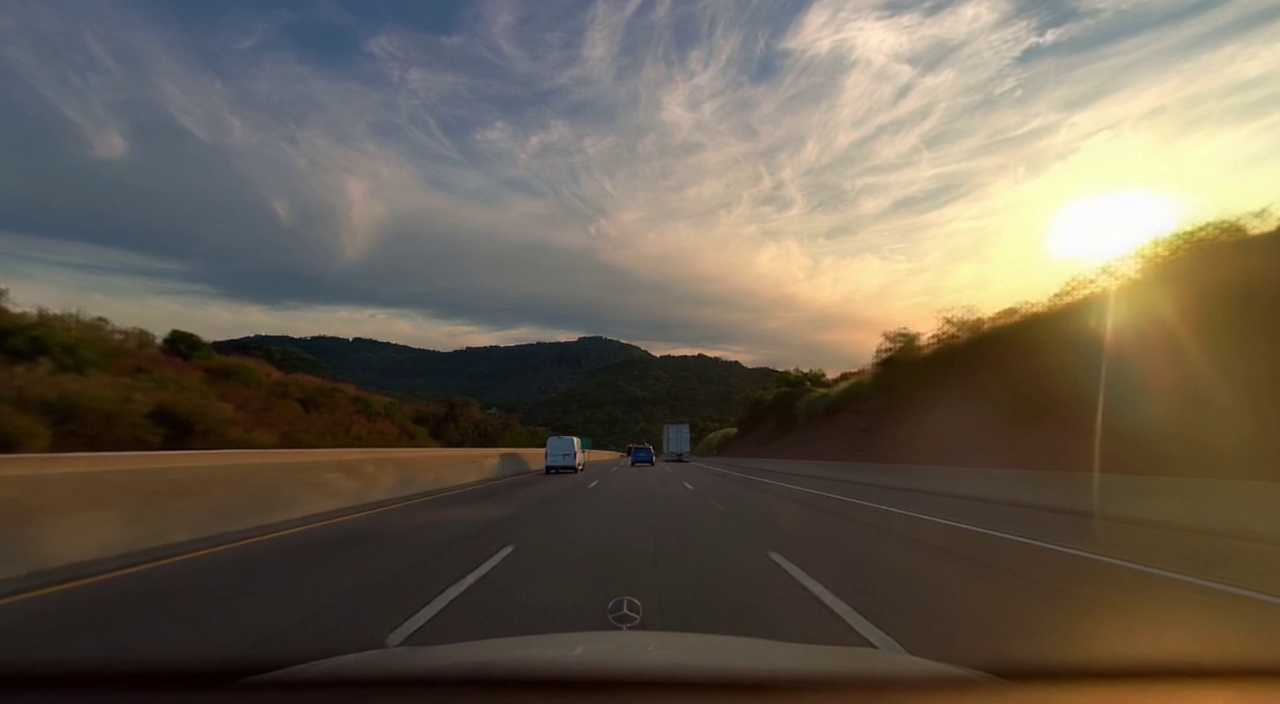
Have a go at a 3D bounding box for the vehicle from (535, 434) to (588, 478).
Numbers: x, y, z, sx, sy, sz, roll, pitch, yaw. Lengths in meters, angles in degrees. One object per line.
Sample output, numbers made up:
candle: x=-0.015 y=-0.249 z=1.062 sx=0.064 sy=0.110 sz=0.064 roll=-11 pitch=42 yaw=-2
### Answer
vehicle: x=-3.811 y=5.148 z=31.286 sx=1.955 sy=2.004 sz=4.792 roll=0 pitch=-9 yaw=1

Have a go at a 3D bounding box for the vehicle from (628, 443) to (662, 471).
vehicle: x=0.366 y=6.954 z=41.754 sx=2.166 sy=1.747 sz=4.299 roll=0 pitch=-9 yaw=1
